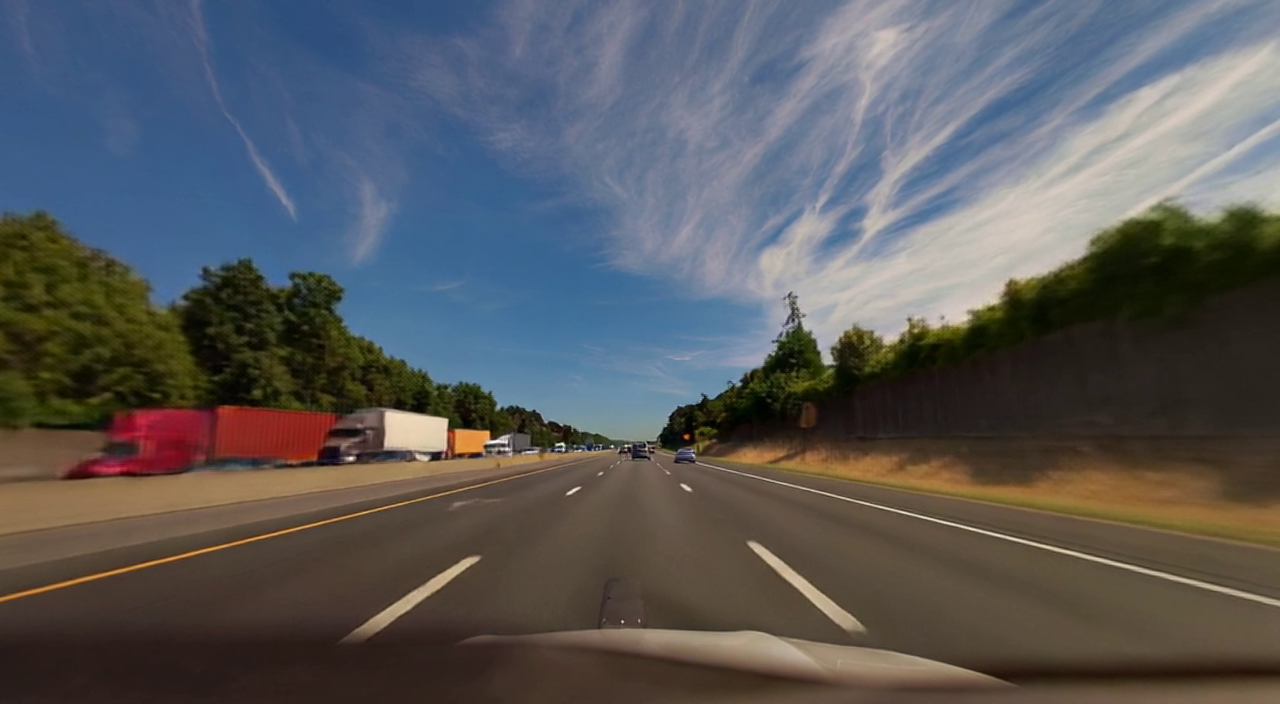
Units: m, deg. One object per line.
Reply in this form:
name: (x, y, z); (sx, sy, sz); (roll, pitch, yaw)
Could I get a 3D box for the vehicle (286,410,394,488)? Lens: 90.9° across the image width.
vehicle: (-16.315, 5.343, 34.831); (2.963, 3.892, 5.814); (0, -9, 0)

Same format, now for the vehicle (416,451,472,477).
vehicle: (-11.773, 6.742, 38.125); (1.955, 1.460, 4.296); (0, -9, 0)

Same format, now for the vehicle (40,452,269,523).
vehicle: (-11.687, 3.251, 15.716); (2.050, 1.464, 4.553); (0, -9, 1)

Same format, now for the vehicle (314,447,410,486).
vehicle: (-11.932, 4.922, 27.410); (2.113, 1.531, 4.402); (0, -9, 0)
